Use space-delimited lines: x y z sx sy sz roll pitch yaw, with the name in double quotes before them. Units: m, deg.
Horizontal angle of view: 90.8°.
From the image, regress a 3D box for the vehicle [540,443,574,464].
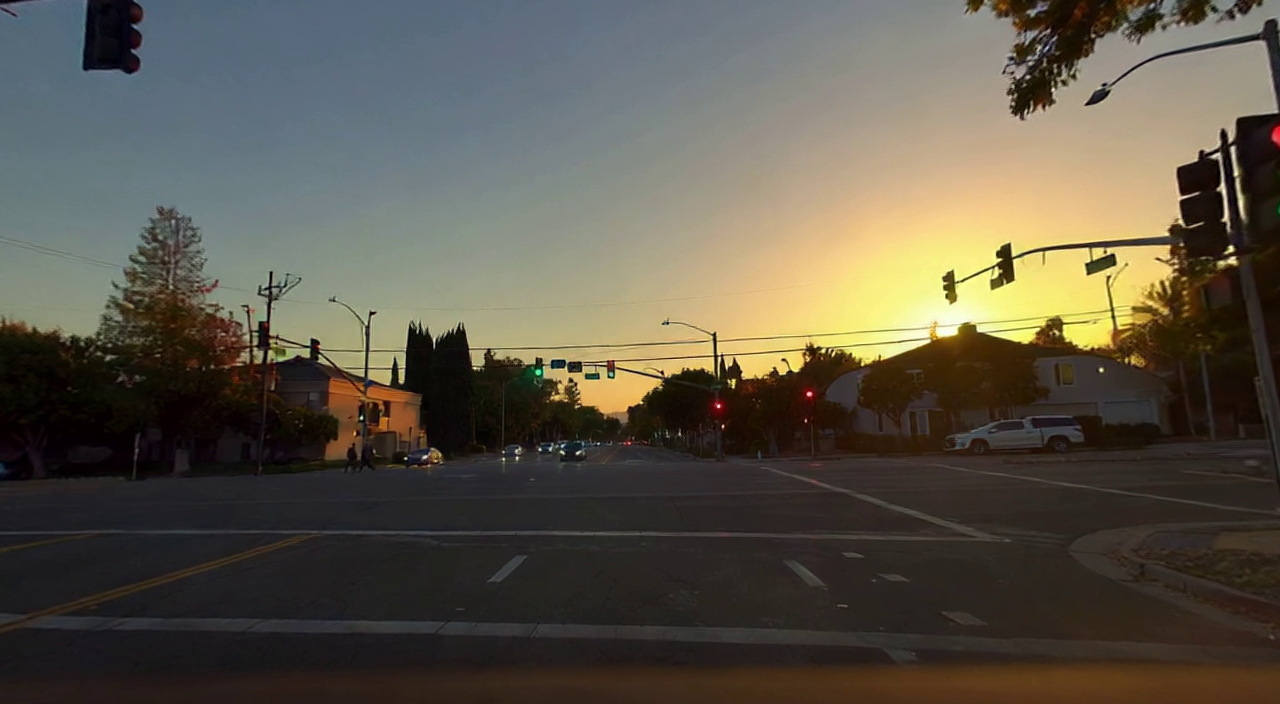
"vehicle" -6.129 7.520 47.049 1.936 1.444 4.168 0 -8 0
